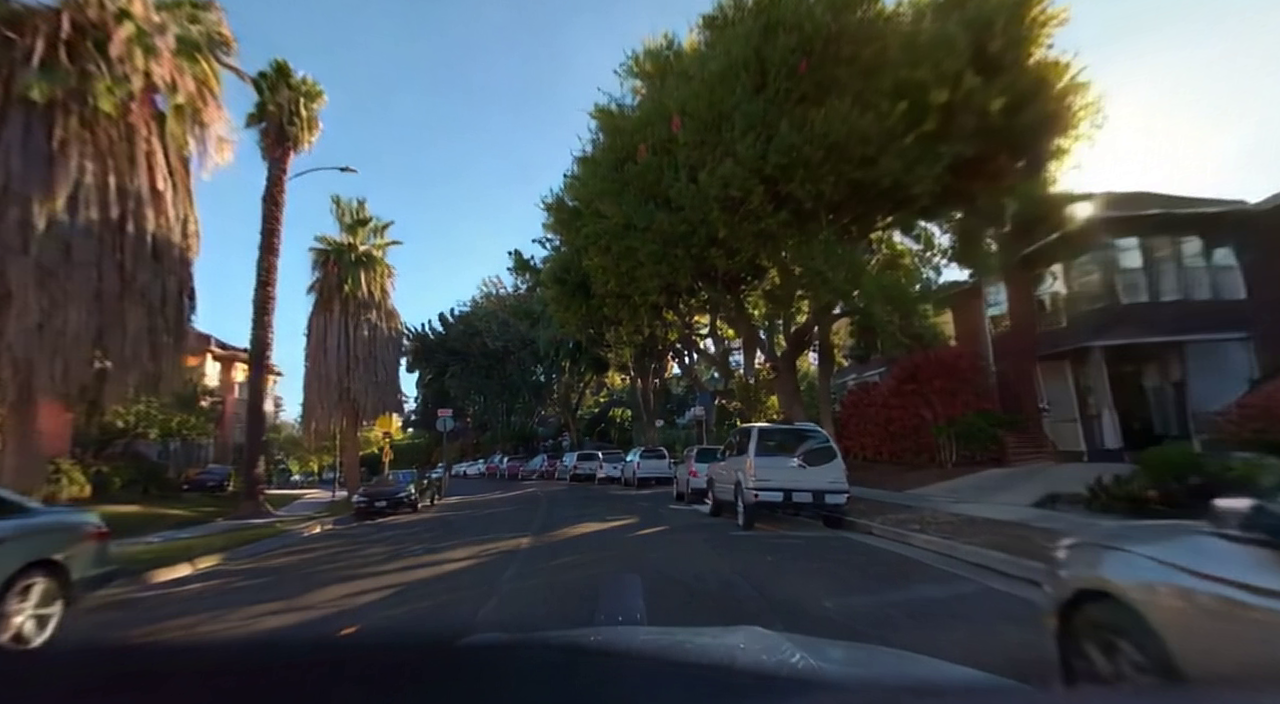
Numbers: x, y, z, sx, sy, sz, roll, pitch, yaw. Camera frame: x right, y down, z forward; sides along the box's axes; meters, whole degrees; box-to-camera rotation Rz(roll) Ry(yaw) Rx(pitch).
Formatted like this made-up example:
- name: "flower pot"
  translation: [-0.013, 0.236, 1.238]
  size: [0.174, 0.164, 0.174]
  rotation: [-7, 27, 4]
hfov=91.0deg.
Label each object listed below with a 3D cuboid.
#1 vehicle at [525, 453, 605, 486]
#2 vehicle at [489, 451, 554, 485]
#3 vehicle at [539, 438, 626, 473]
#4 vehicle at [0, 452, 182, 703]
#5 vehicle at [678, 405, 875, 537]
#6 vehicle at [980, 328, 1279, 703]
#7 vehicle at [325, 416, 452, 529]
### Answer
- name: "vehicle"
  translation: [-3.932, 5.939, 32.193]
  size: [2.108, 1.503, 4.977]
  rotation: [5, -10, -31]
- name: "vehicle"
  translation: [-6.980, 6.684, 36.681]
  size: [1.918, 1.753, 4.655]
  rotation: [6, -10, -35]
- name: "vehicle"
  translation: [-3.942, 7.101, 43.381]
  size: [5.510, 2.121, 2.129]
  rotation: [0, -9, 14]
- name: "vehicle"
  translation: [-4.841, 1.238, 2.909]
  size: [1.908, 1.482, 4.612]
  rotation: [0, -8, 1]
- name: "vehicle"
  translation: [2.266, 2.181, 12.169]
  size: [2.139, 1.997, 4.864]
  rotation: [1, -9, -7]
- name: "vehicle"
  translation: [2.681, 0.656, 0.852]
  size: [2.076, 1.658, 4.604]
  rotation: [0, -9, 4]
- name: "vehicle"
  translation: [-6.704, 3.239, 17.541]
  size: [2.337, 2.289, 6.092]
  rotation: [-6, -8, -15]
